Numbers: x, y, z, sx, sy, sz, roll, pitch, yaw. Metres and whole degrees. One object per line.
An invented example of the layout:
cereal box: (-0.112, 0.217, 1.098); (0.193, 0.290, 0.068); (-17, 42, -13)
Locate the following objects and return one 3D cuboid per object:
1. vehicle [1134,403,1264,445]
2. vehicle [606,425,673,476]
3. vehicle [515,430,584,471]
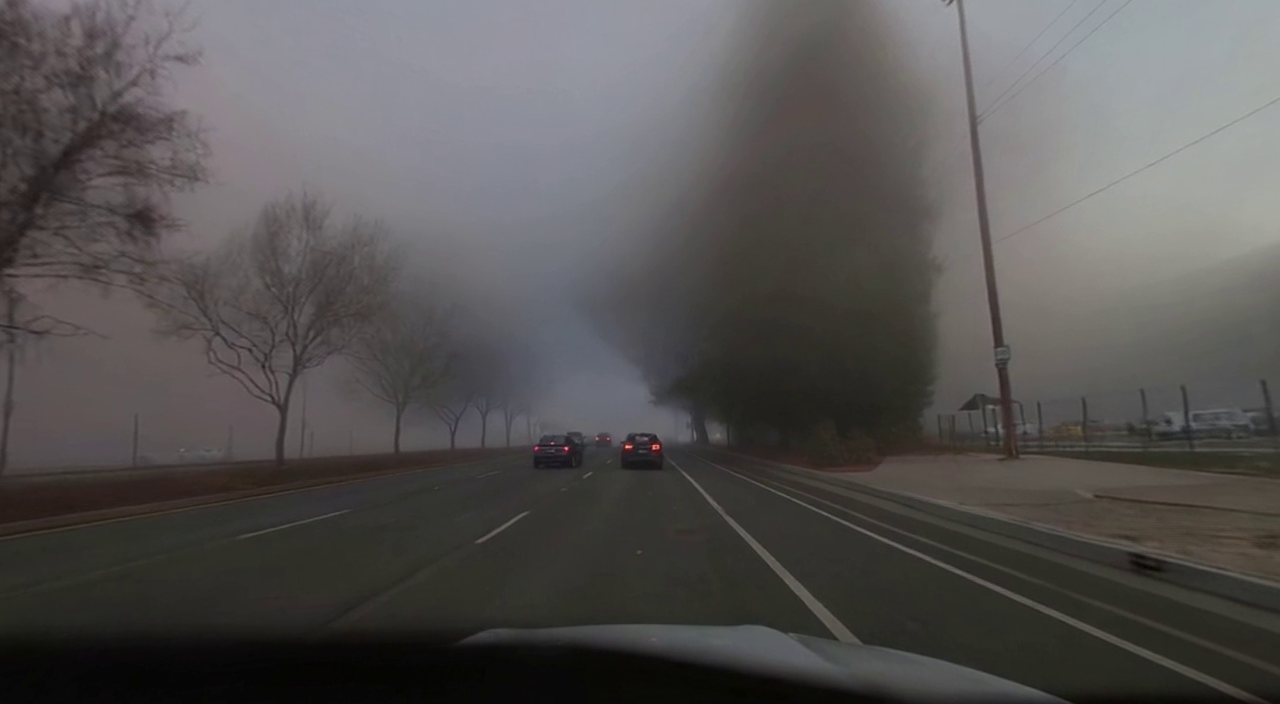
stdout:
vehicle: (22.012, 2.945, 25.121); (1.833, 1.471, 4.656); (-2, -9, 14)
vehicle: (-0.007, 3.553, 22.948); (2.199, 1.652, 4.101); (0, -8, 0)
vehicle: (-3.542, 3.978, 25.642); (1.942, 1.462, 4.905); (0, -8, 2)
